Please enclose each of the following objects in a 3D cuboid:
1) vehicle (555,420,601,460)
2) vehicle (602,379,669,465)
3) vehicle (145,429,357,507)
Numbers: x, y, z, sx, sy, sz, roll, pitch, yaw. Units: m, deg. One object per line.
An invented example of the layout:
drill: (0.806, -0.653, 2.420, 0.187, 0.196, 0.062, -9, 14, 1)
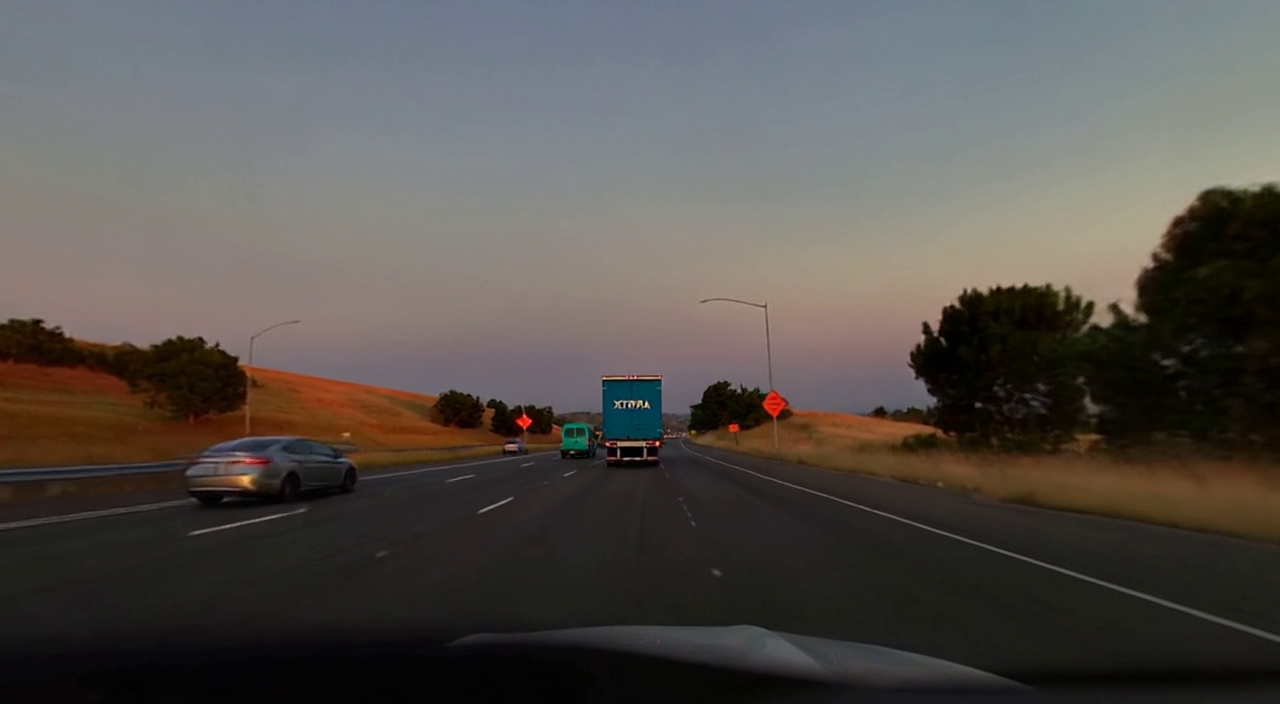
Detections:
vehicle: (-4.337, 6.312, 45.076, 2.469, 2.615, 5.874, 0, -8, 2)
vehicle: (-0.193, 4.178, 34.817, 3.183, 4.011, 9.617, -1, -10, 0)
vehicle: (-8.683, 2.622, 14.691, 1.915, 1.506, 4.594, 0, -8, 2)
